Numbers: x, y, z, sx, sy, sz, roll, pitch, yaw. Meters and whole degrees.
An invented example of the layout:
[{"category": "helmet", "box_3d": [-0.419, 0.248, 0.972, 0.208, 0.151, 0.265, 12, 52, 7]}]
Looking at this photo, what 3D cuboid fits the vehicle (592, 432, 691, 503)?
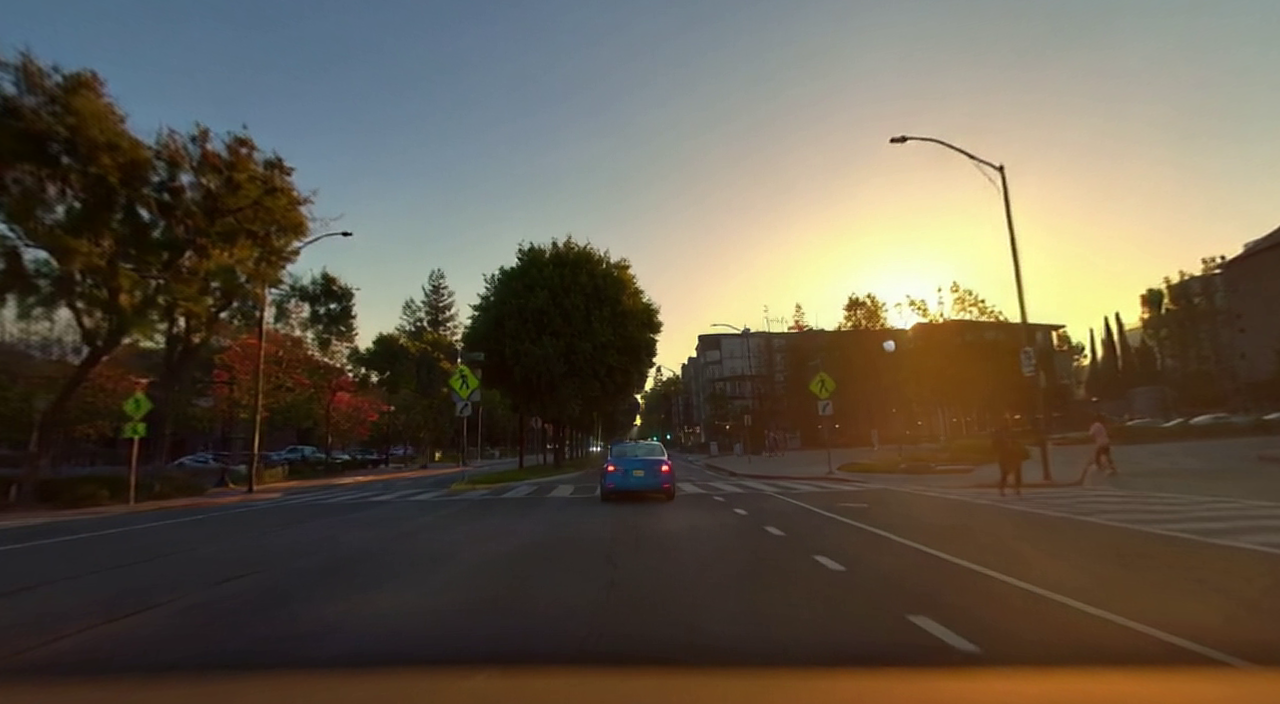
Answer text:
[{"category": "vehicle", "box_3d": [-0.042, 2.935, 16.465, 2.221, 1.570, 4.398, 0, -8, -2]}]
